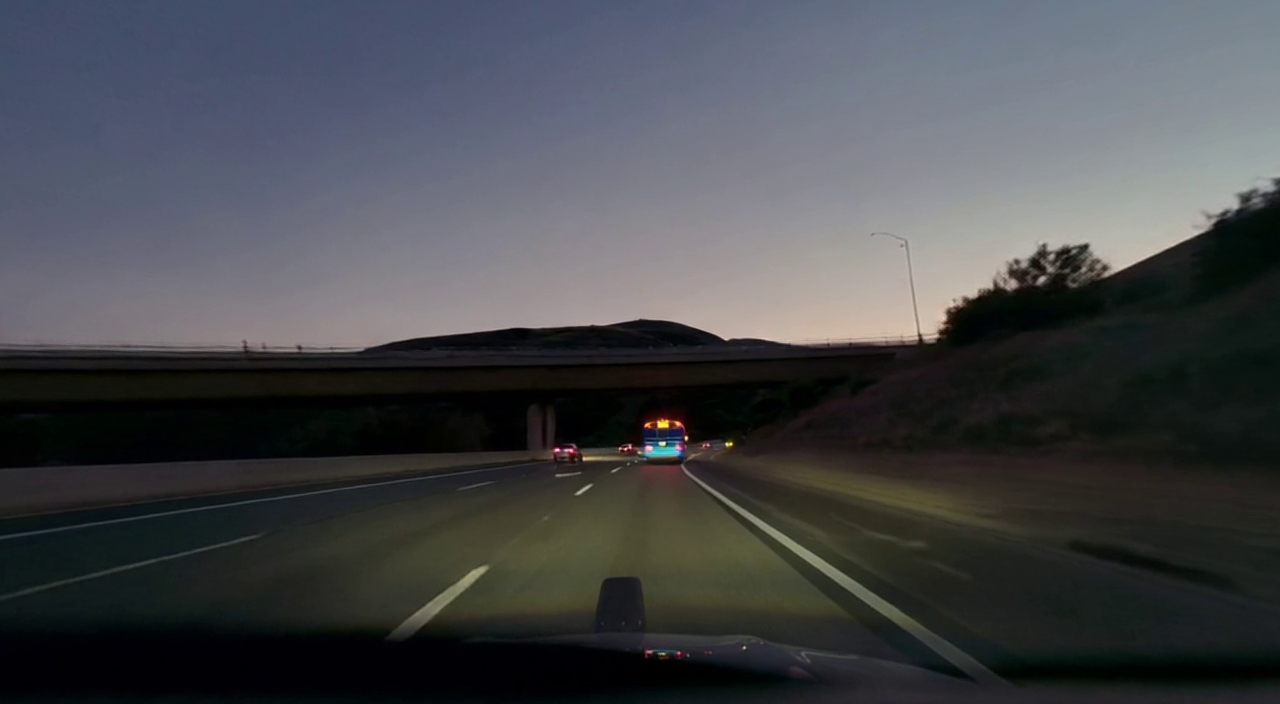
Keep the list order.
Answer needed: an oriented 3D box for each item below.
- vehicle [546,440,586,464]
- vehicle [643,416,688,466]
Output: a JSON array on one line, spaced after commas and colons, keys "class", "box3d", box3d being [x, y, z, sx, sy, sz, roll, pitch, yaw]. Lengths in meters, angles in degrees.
[{"class": "vehicle", "box3d": [-5.508, 7.504, 47.566, 2.172, 1.689, 4.625, -1, -8, 5]}, {"class": "vehicle", "box3d": [1.990, 6.638, 47.062, 2.945, 3.295, 10.406, 0, -8, 3]}]
